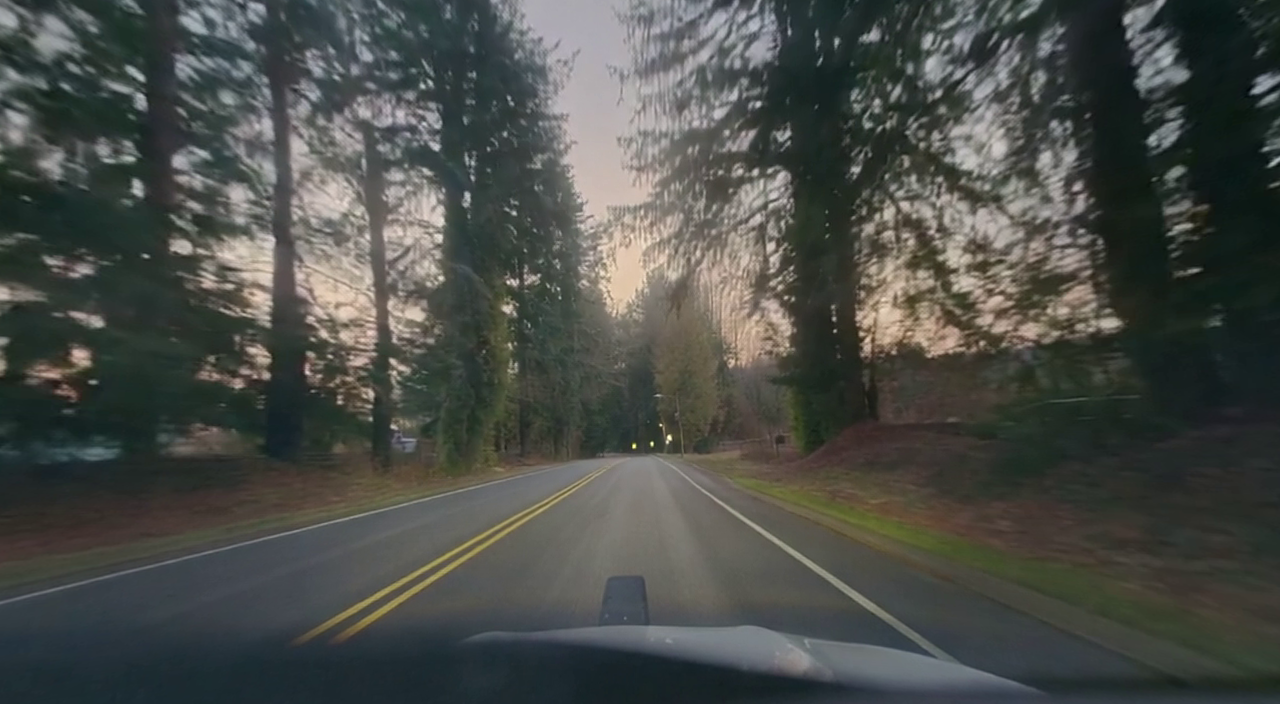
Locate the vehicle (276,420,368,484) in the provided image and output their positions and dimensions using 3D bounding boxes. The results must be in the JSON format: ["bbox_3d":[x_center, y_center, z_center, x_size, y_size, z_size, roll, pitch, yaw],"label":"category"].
[{"bbox_3d":[-23.213,7.364,46.590,3.118,4.309,6.820,0,-8,0],"label":"vehicle"}]
